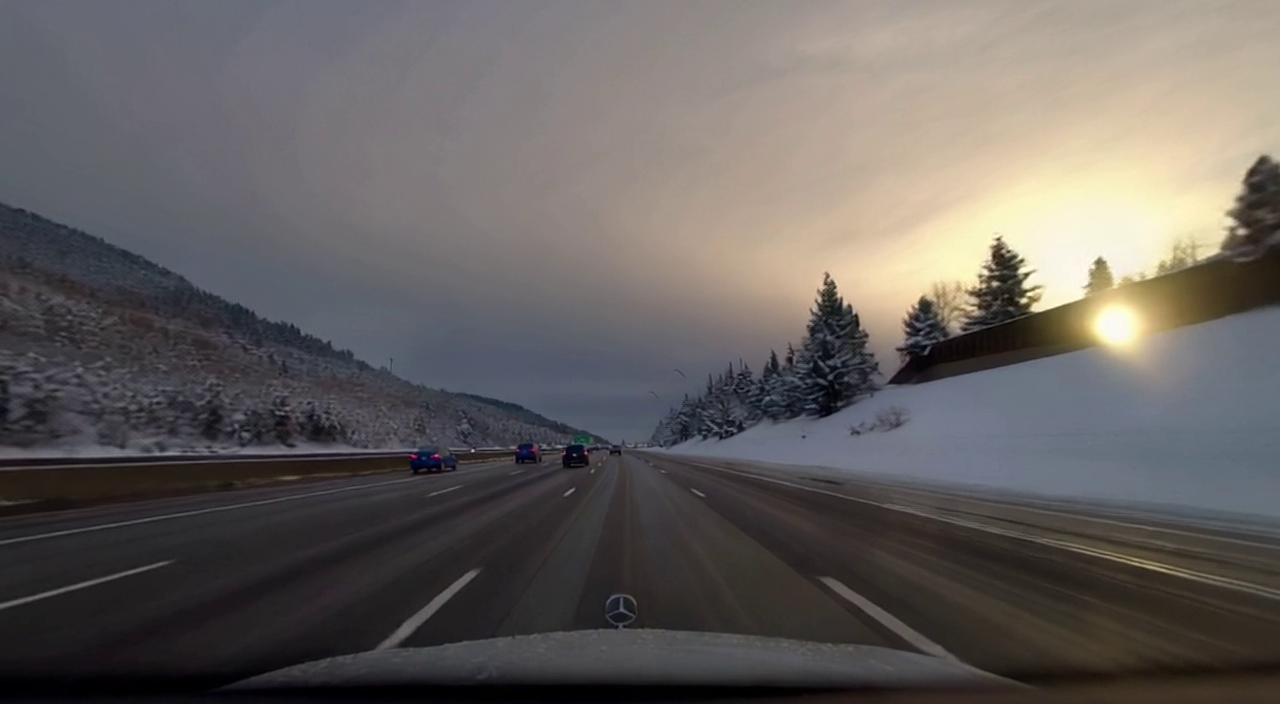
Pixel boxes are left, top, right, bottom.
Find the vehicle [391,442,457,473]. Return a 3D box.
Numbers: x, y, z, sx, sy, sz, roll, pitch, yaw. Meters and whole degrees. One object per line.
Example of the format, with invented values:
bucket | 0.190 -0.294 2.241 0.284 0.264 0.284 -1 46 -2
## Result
vehicle | -11.270 5.528 33.343 1.949 1.475 4.740 0 -9 -1
